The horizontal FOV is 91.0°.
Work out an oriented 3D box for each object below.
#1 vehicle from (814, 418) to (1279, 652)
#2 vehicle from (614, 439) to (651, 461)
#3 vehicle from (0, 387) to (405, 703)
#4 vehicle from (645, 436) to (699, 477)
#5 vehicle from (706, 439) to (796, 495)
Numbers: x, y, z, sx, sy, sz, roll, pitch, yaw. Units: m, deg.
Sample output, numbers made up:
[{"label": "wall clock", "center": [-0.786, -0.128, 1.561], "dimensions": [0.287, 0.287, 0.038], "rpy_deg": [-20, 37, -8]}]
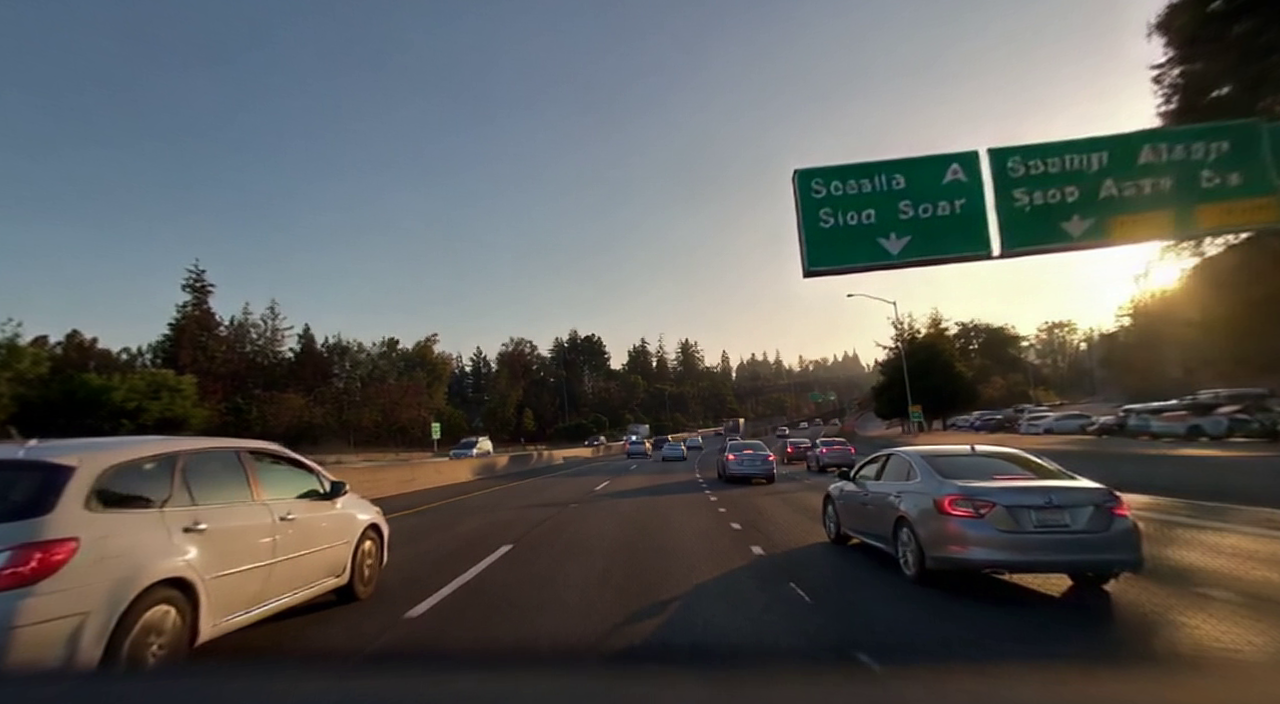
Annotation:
[{"label": "vehicle", "center": [3.438, 1.547, 6.471], "dimensions": [2.014, 1.489, 4.696], "rpy_deg": [0, -9, 1]}, {"label": "vehicle", "center": [-0.495, 7.084, 45.694], "dimensions": [2.059, 1.516, 4.236], "rpy_deg": [-1, -9, 7]}, {"label": "vehicle", "center": [-3.266, 1.142, 3.745], "dimensions": [1.937, 1.558, 4.469], "rpy_deg": [0, -9, 1]}, {"label": "vehicle", "center": [1.405, 4.535, 27.494], "dimensions": [2.201, 1.614, 3.803], "rpy_deg": [-1, -9, 4]}, {"label": "vehicle", "center": [3.234, 3.450, 19.278], "dimensions": [2.009, 1.489, 4.559], "rpy_deg": [0, -9, 1]}]
